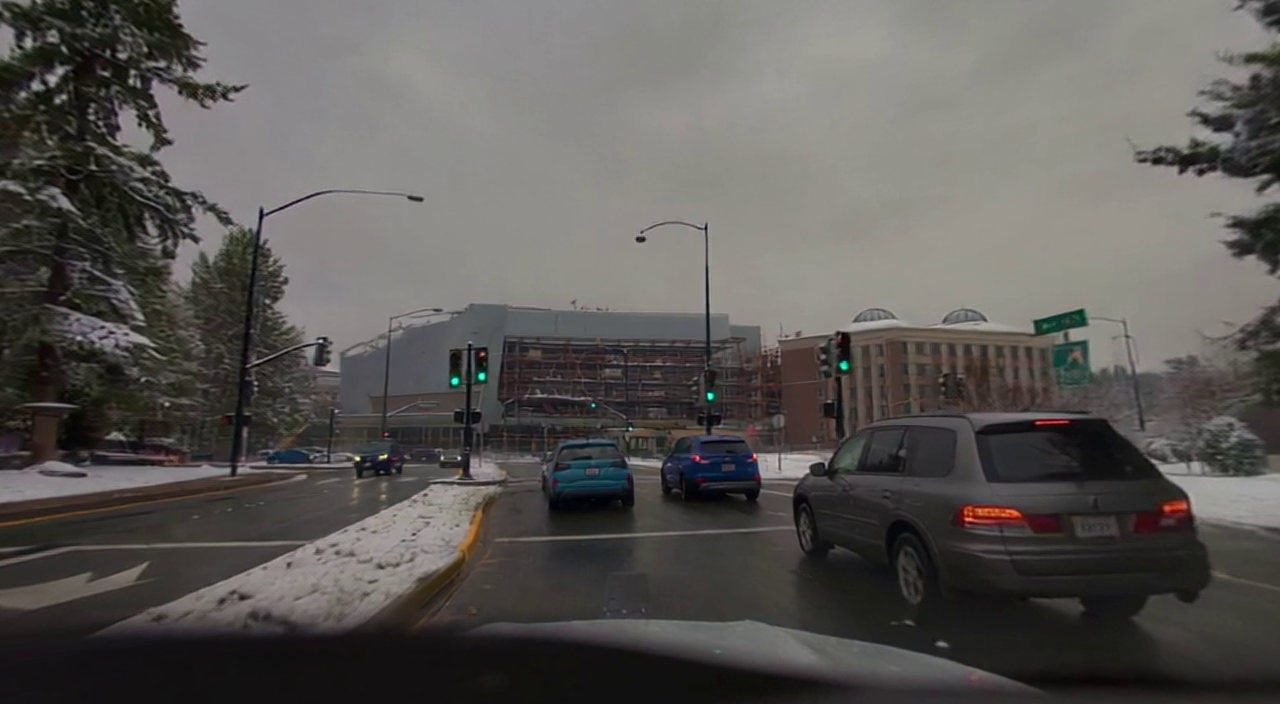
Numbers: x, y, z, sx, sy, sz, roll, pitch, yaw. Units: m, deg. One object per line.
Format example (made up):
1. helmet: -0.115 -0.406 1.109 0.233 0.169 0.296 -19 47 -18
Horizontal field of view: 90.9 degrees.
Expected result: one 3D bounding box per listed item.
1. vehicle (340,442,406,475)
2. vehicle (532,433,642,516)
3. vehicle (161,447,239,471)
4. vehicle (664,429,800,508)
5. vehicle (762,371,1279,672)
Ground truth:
1. vehicle: -14.836 5.930 35.353 2.303 1.692 4.571 1 -9 -9
2. vehicle: -1.376 2.771 14.736 2.132 1.632 3.889 1 -9 -11
3. vehicle: -30.628 7.416 43.837 4.653 1.459 2.228 -3 -9 24
4. vehicle: 2.141 2.901 16.201 2.103 1.710 4.396 1 -9 -11
5. vehicle: 3.026 1.363 6.300 2.320 1.772 4.872 0 -9 -4
